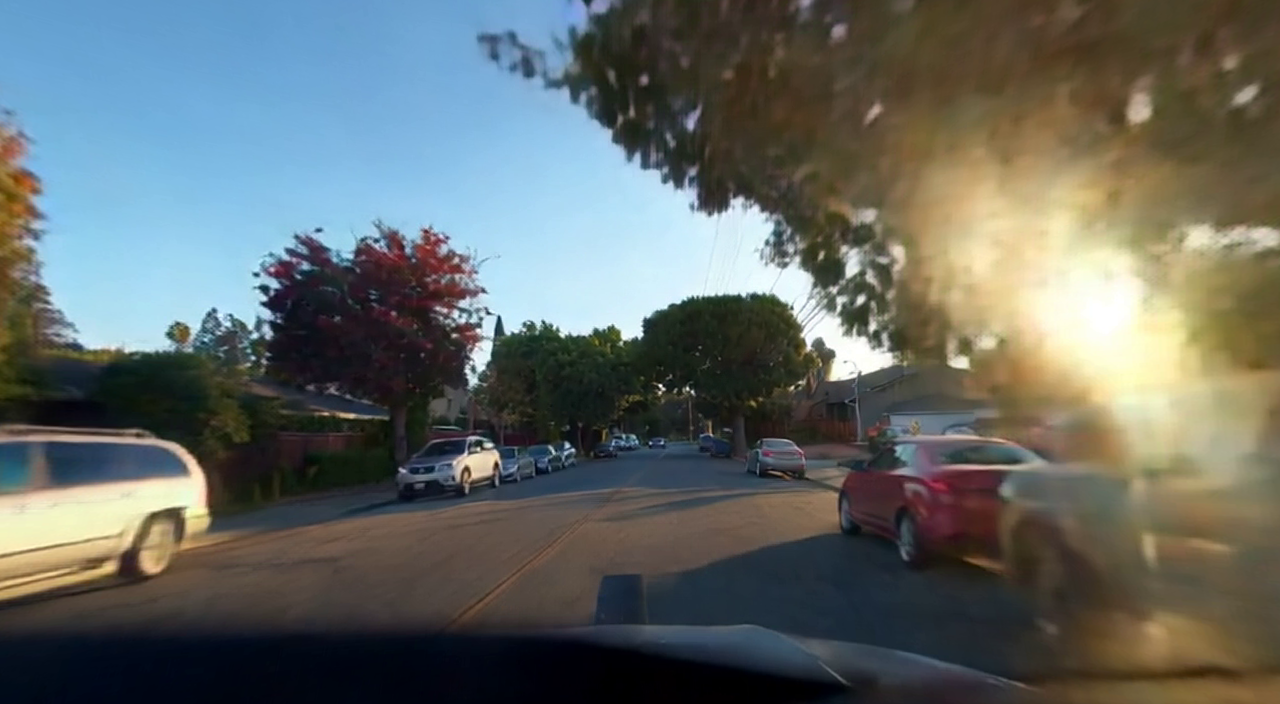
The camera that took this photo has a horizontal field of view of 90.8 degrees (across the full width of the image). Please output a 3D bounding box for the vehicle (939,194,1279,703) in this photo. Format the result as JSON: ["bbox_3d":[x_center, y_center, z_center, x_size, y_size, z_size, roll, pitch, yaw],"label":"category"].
[{"bbox_3d":[3.412,0.532,2.159,2.397,2.130,5.384,-1,-8,4],"label":"vehicle"}]

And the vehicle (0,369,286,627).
[{"bbox_3d":[-6.276,1.426,6.247,2.353,2.037,5.358,-4,-9,2],"label":"vehicle"}]

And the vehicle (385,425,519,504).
[{"bbox_3d":[-5.327,3.266,18.704,2.192,1.873,4.985,-4,-9,4],"label":"vehicle"}]

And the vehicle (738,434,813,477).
[{"bbox_3d":[5.173,4.032,24.827,2.108,1.493,4.878,-1,-8,3],"label":"vehicle"}]
